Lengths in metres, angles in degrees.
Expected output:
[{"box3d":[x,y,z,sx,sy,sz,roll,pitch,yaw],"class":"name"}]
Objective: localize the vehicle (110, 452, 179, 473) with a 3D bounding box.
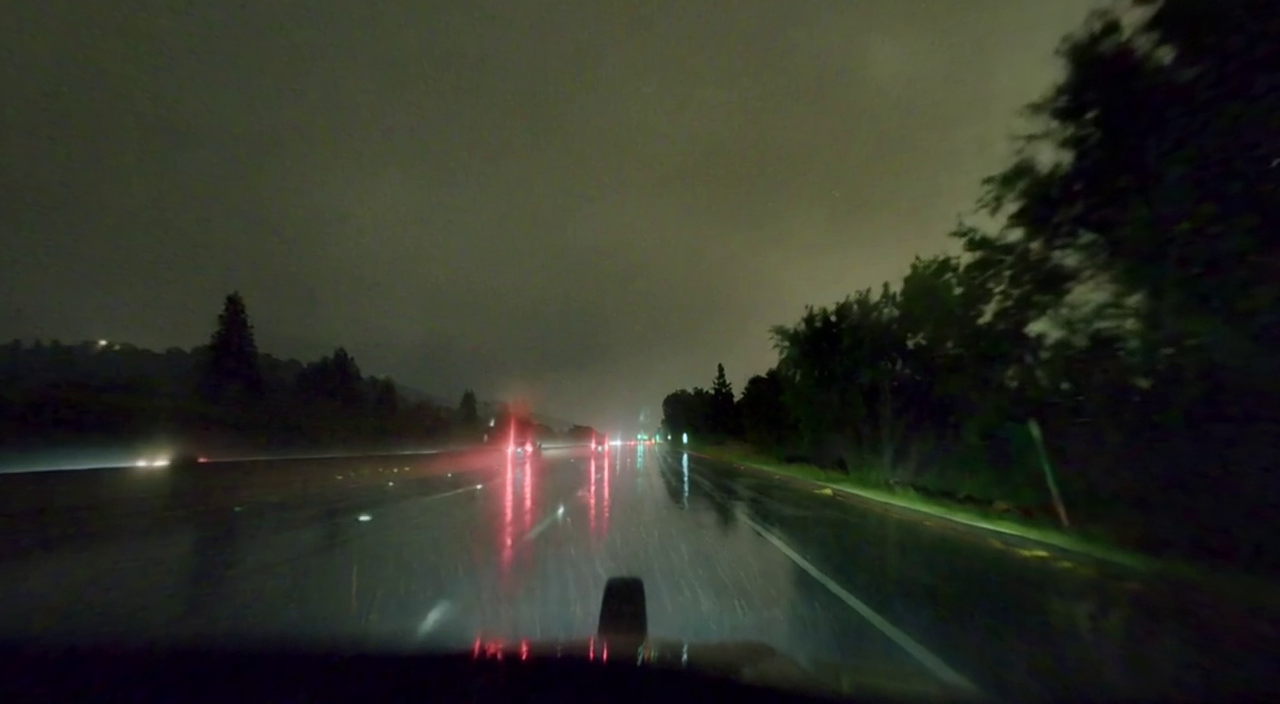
[{"box3d":[-36.583,8.144,46.683,1.736,1.463,4.104,-1,-8,1],"class":"vehicle"}]
